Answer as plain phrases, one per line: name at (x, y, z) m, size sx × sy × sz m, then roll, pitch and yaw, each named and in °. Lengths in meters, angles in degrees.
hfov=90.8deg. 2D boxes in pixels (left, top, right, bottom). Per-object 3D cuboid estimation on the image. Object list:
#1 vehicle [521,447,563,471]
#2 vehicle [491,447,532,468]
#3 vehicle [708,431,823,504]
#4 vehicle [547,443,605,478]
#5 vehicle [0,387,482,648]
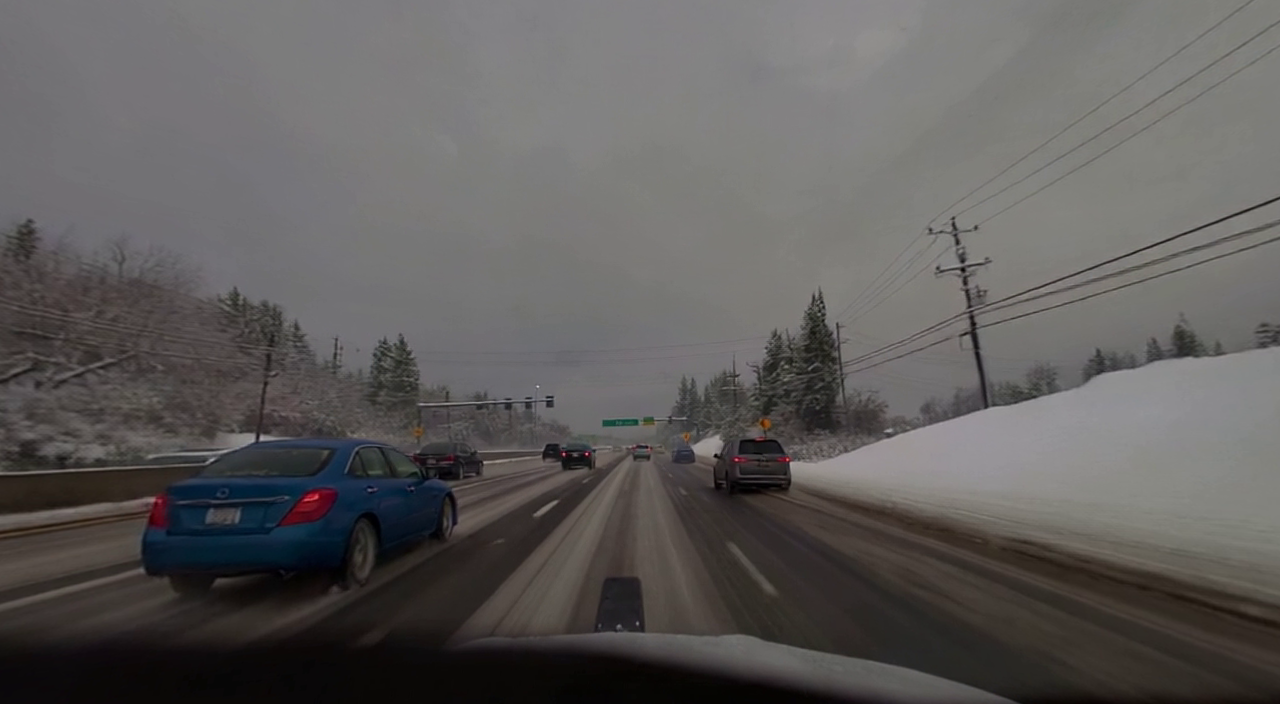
vehicle at (-6.319, 6.941, 41.352) m, size 1.877 × 1.474 × 4.475 m, roll -1°, pitch -9°, yaw 2°
vehicle at (-9.563, 7.894, 47.381) m, size 2.014 × 1.481 × 4.642 m, roll -1°, pitch -9°, yaw 2°
vehicle at (3.151, 3.017, 16.905) m, size 2.100 × 1.659 × 4.387 m, roll 0°, pitch -9°, yaw -1°
vehicle at (-2.871, 4.986, 29.265) m, size 2.066 × 1.488 × 4.377 m, roll -1°, pitch -9°, yaw 2°
vehicle at (-3.228, 1.419, 6.423) m, size 2.104 × 1.707 × 4.338 m, roll 0°, pitch -9°, yaw 0°
